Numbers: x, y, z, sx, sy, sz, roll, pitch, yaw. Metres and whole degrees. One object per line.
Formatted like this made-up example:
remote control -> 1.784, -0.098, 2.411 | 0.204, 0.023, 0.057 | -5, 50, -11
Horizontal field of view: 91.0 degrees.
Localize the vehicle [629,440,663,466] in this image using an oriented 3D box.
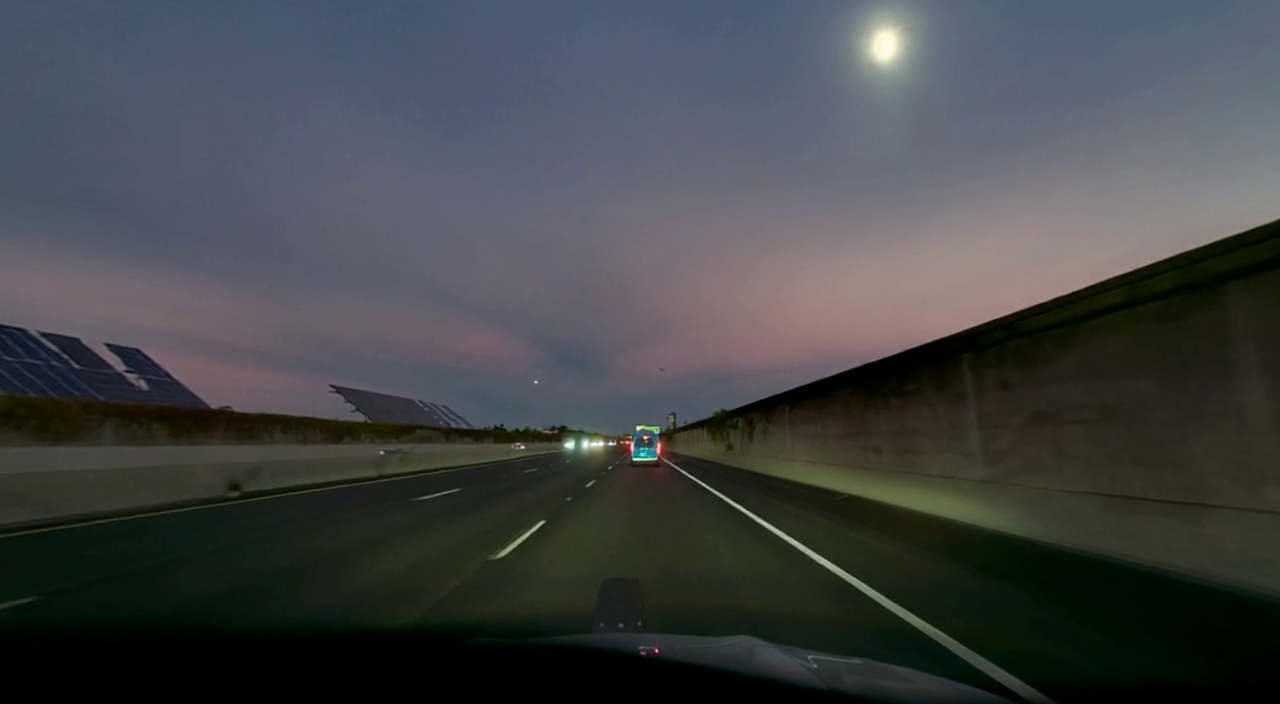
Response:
vehicle -> 0.351, 6.109, 38.254 | 1.997, 1.484, 3.409 | 0, -8, 0
